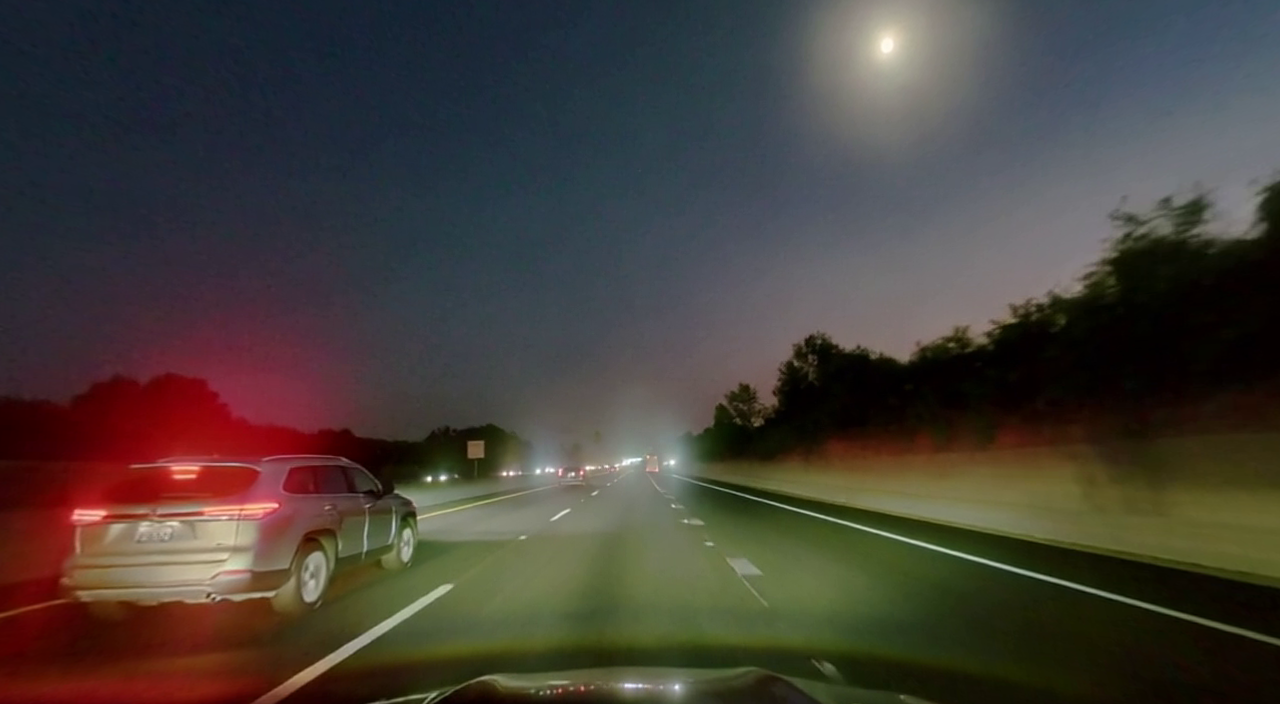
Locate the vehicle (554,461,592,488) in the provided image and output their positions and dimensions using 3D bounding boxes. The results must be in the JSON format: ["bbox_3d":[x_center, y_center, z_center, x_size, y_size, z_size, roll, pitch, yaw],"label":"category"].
[{"bbox_3d":[-4.584,8.481,43.839,2.178,1.736,4.847,1,-10,0],"label":"vehicle"}]
